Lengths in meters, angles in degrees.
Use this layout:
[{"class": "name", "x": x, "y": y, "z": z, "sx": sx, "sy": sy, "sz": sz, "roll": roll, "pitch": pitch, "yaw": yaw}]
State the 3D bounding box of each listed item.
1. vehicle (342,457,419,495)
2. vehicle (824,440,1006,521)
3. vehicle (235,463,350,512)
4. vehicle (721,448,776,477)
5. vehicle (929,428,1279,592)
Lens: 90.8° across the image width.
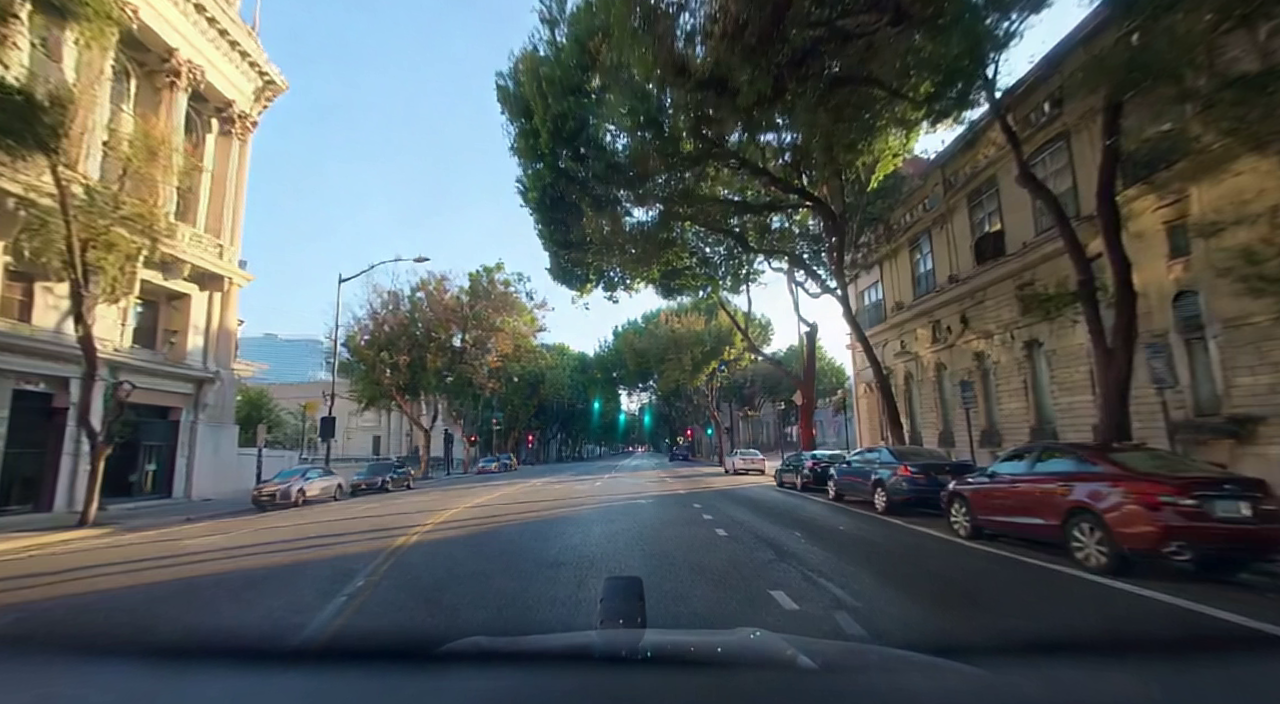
[{"class": "vehicle", "x": -12.634, "y": 6.037, "z": 31.122, "sx": 1.911, "sy": 1.558, "sz": 4.793, "roll": -3, "pitch": -9, "yaw": -2}, {"class": "vehicle", "x": 5.827, "y": 2.751, "z": 14.169, "sx": 1.849, "sy": 1.491, "sz": 4.626, "roll": 0, "pitch": -9, "yaw": -2}, {"class": "vehicle", "x": -12.628, "y": 4.919, "z": 23.347, "sx": 1.828, "sy": 1.462, "sz": 4.421, "roll": 0, "pitch": -8, "yaw": -2}, {"class": "vehicle", "x": 5.982, "y": 6.131, "z": 35.339, "sx": 2.091, "sy": 1.445, "sz": 4.678, "roll": 0, "pitch": -9, "yaw": -2}, {"class": "vehicle", "x": 6.037, "y": 1.880, "z": 8.530, "sx": 1.923, "sy": 1.554, "sz": 4.712, "roll": 0, "pitch": -8, "yaw": -2}]
